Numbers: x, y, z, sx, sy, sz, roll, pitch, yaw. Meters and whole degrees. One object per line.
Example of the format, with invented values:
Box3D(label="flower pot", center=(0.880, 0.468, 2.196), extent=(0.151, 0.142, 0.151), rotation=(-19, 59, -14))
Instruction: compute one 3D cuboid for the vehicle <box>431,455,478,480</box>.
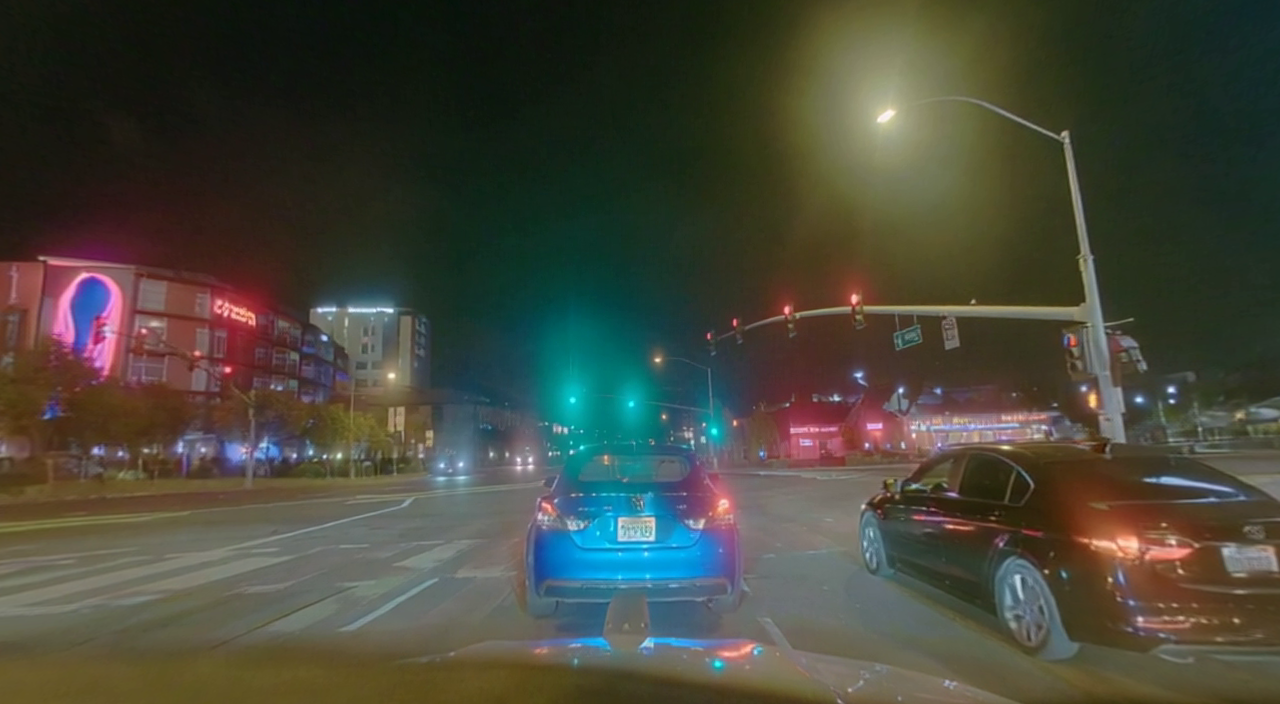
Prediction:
Box3D(label="vehicle", center=(-14.461, 9.016, 49.476), extent=(2.126, 1.782, 4.880), rotation=(0, -8, 1))

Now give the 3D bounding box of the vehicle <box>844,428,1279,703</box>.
Box3D(label="vehicle", center=(3.353, 1.408, 5.222), extent=(1.860, 1.430, 4.089), rotation=(0, -8, -1))

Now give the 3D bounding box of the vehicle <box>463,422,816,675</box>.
Box3D(label="vehicle", center=(-0.050, 1.471, 5.861), extent=(2.094, 1.481, 4.078), rotation=(0, -8, -2))
